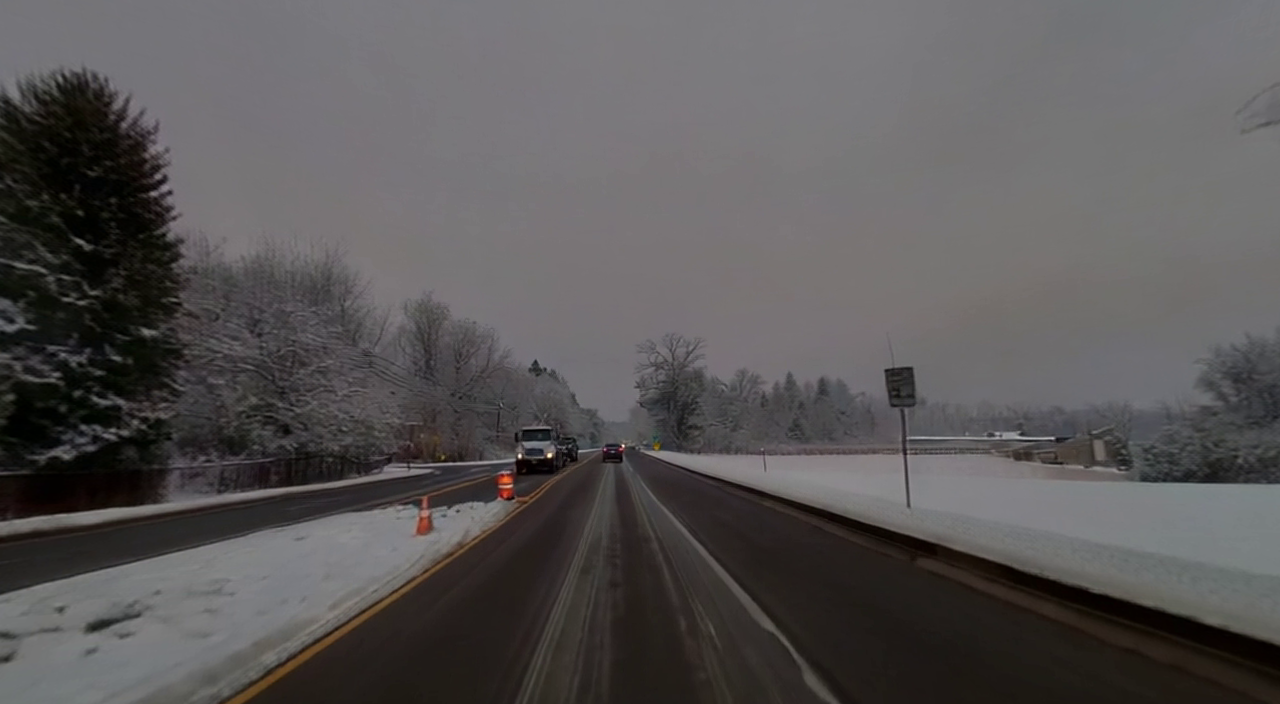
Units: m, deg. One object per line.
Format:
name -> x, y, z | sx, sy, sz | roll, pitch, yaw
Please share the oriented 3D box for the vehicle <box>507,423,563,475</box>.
vehicle -> -5.329, 5.016, 32.690 | 2.380, 2.488, 4.028 | 0, -8, -3
